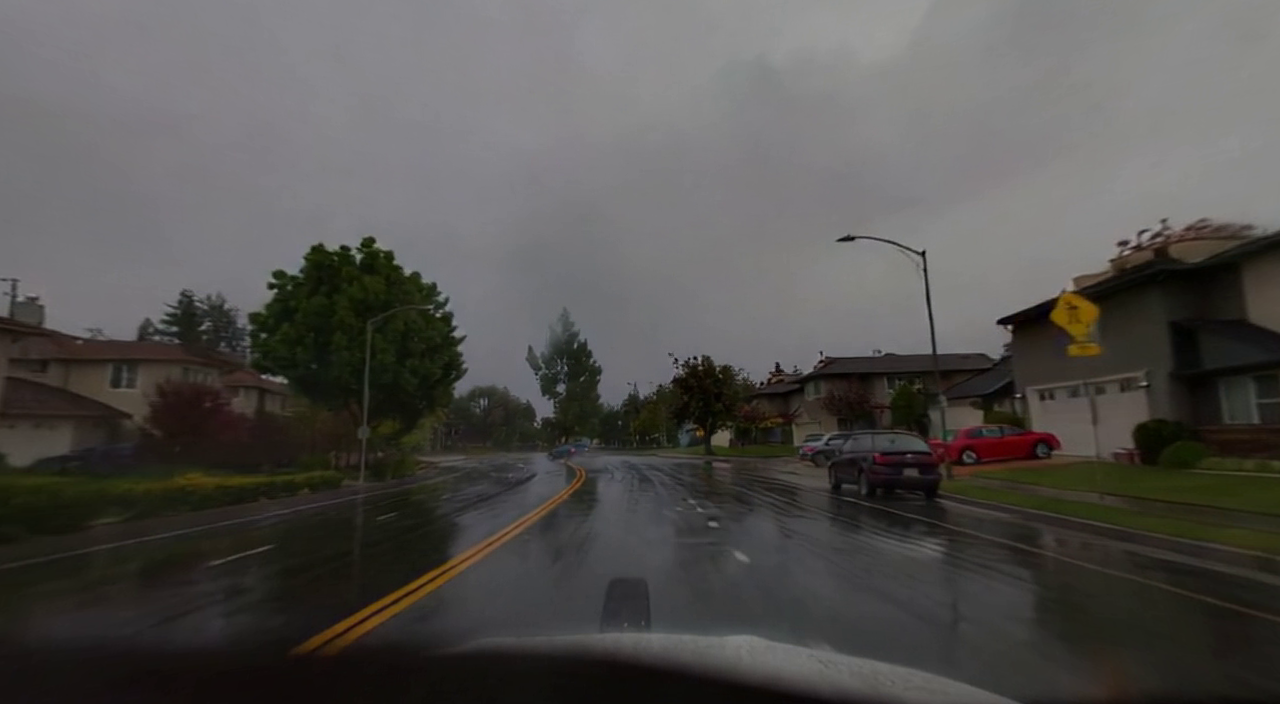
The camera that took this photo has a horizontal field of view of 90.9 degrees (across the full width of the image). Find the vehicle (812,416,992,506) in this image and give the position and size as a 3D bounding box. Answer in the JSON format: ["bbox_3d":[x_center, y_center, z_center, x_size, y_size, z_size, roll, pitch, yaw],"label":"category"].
[{"bbox_3d":[6.684,2.885,17.194,2.348,1.986,6.289,0,-8,2],"label":"vehicle"}]
